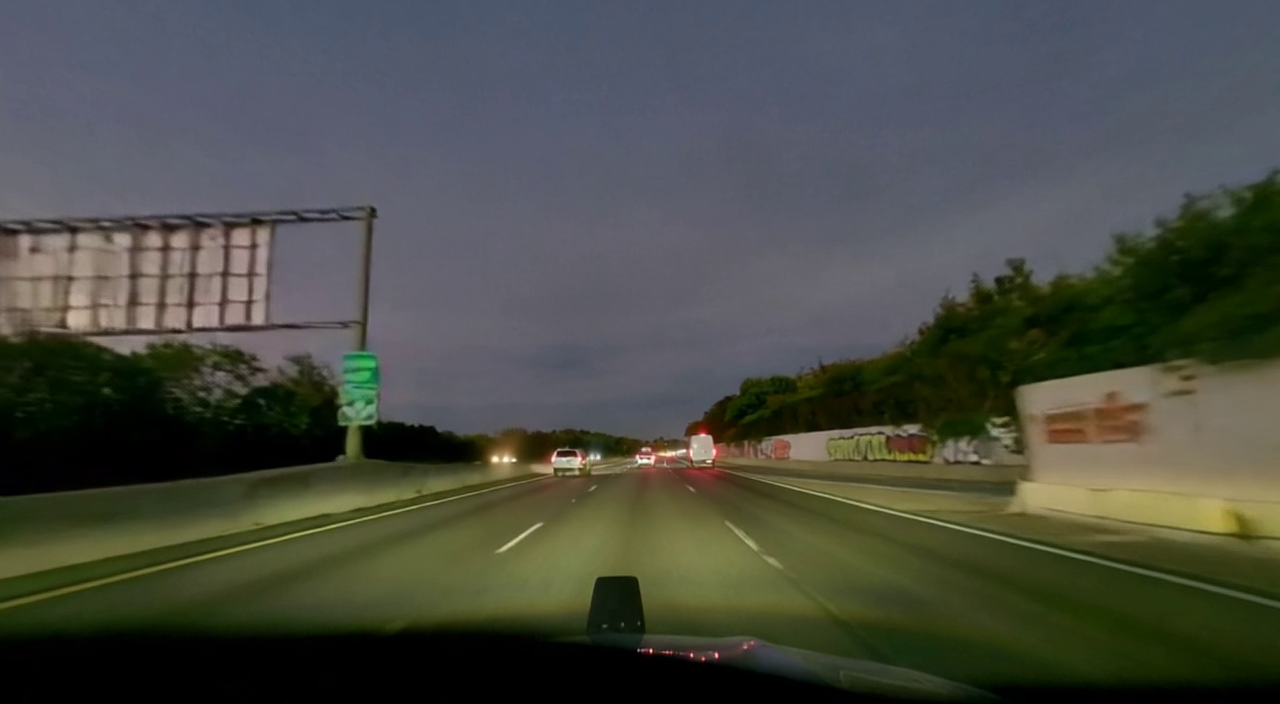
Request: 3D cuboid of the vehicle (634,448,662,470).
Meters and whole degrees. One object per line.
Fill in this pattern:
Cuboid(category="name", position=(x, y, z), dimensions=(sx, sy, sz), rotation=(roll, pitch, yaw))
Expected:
Cuboid(category="vehicle", position=(0.607, 8.189, 48.344), dimensions=(2.108, 1.663, 3.159), rotation=(0, -9, 1))

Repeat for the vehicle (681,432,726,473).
Cuboid(category="vehicle", position=(4.327, 6.985, 43.894), dimensions=(2.469, 2.591, 5.653), rotation=(0, -9, 0))

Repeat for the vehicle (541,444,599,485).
Cuboid(category="vehicle", position=(-2.945, 4.874, 27.487), dimensions=(1.964, 1.618, 4.489), rotation=(0, -9, 1))
